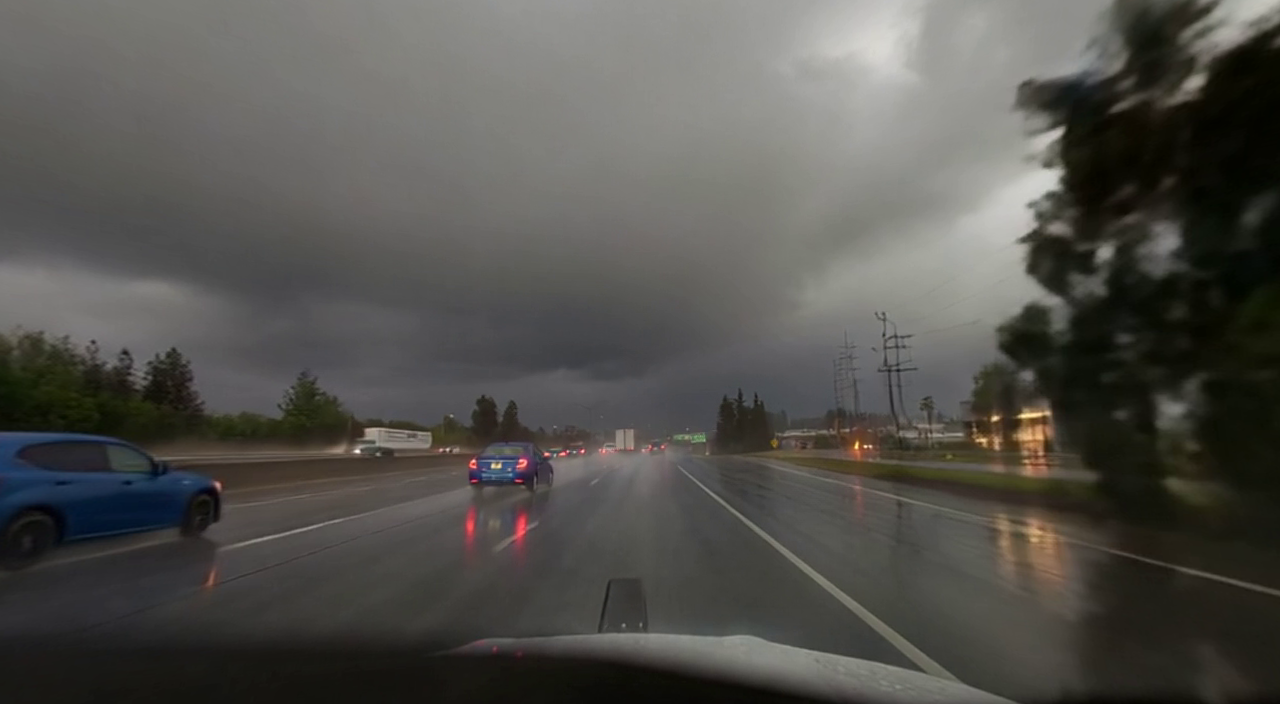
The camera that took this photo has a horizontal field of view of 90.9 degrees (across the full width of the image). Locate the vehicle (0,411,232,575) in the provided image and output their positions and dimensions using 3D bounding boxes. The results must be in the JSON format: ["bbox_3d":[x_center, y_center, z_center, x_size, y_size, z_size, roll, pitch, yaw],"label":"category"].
[{"bbox_3d":[-7.603,1.677,7.956,1.970,1.682,4.297,0,-8,1],"label":"vehicle"}]

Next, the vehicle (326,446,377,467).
[{"bbox_3d":[-20.448,7.410,44.851,1.700,1.449,3.785,-1,-8,2],"label":"vehicle"}]

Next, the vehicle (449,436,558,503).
[{"bbox_3d":[-3.403,2.988,16.440,1.953,1.511,3.704,0,-8,1],"label":"vehicle"}]
